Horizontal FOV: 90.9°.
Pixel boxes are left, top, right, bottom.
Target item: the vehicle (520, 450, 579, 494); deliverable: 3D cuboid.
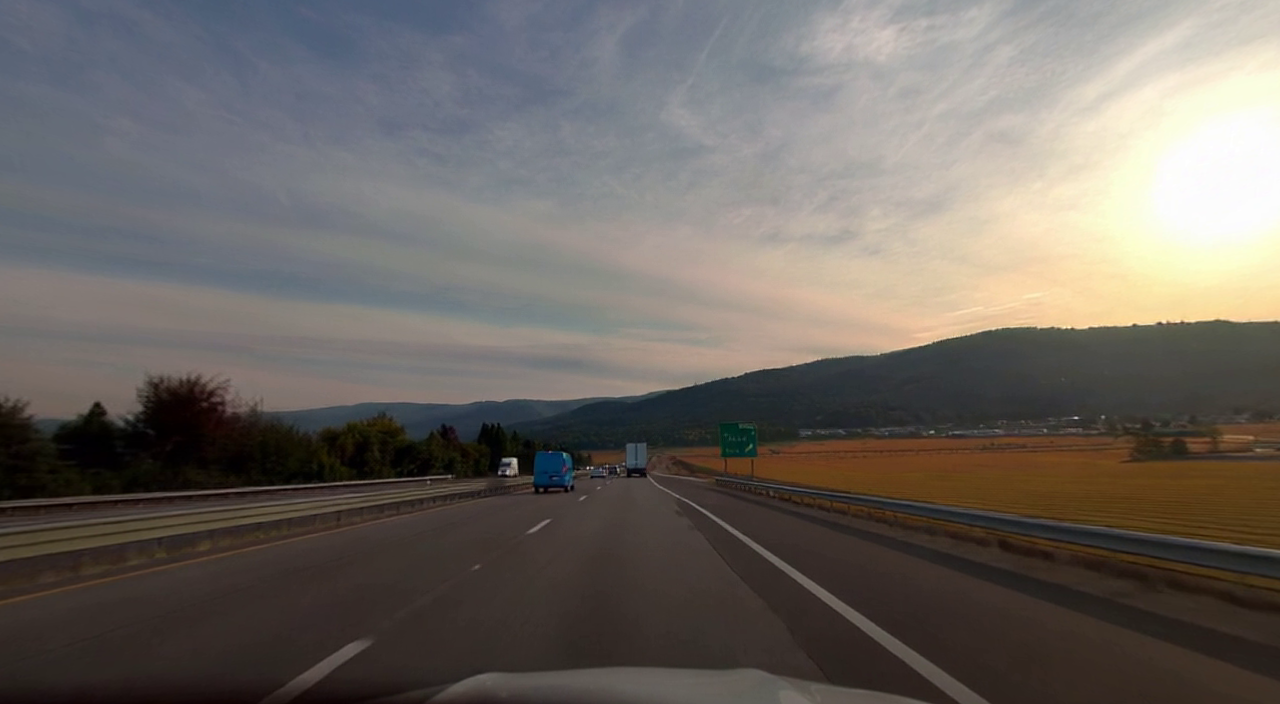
[{"bbox_3d":[-4.389,5.922,31.299,2.208,1.973,4.716,1,-10,0],"label":"vehicle"}]
